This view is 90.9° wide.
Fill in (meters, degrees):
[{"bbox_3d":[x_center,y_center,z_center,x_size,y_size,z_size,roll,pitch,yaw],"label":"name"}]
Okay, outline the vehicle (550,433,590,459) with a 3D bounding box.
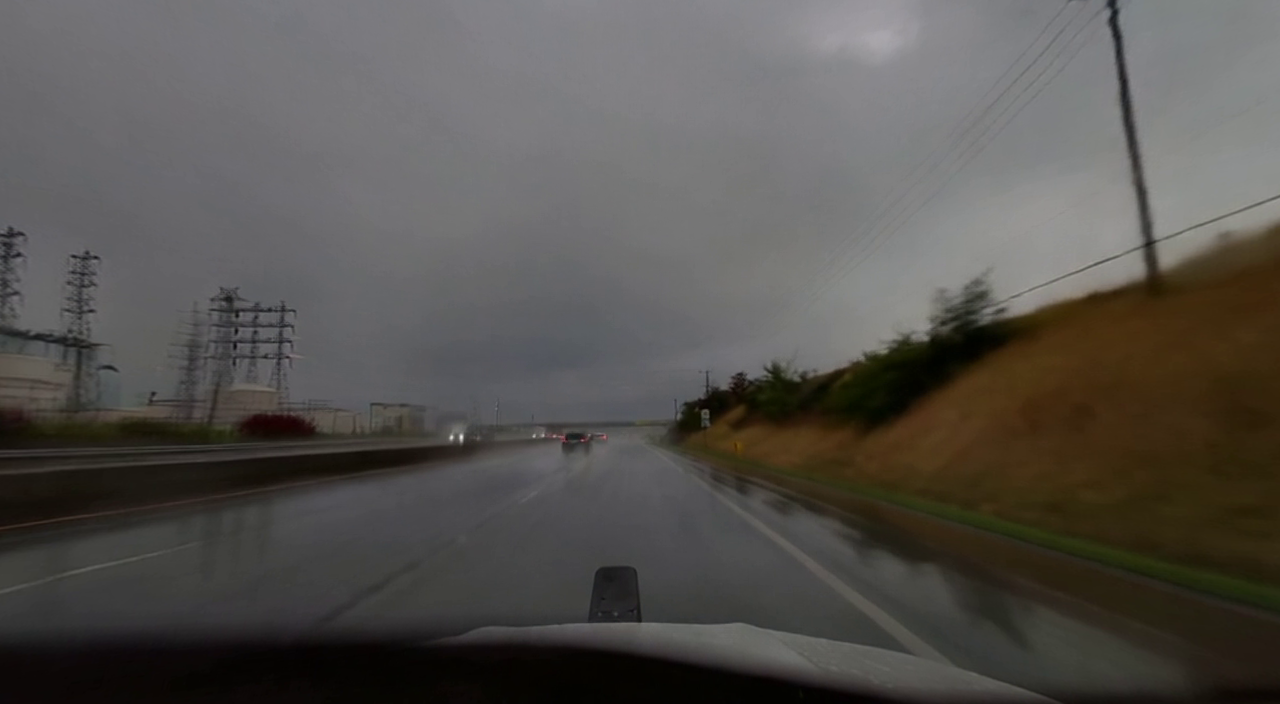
[{"bbox_3d":[-4.082,5.507,37.187,1.952,1.462,3.969,0,-8,-1],"label":"vehicle"}]
